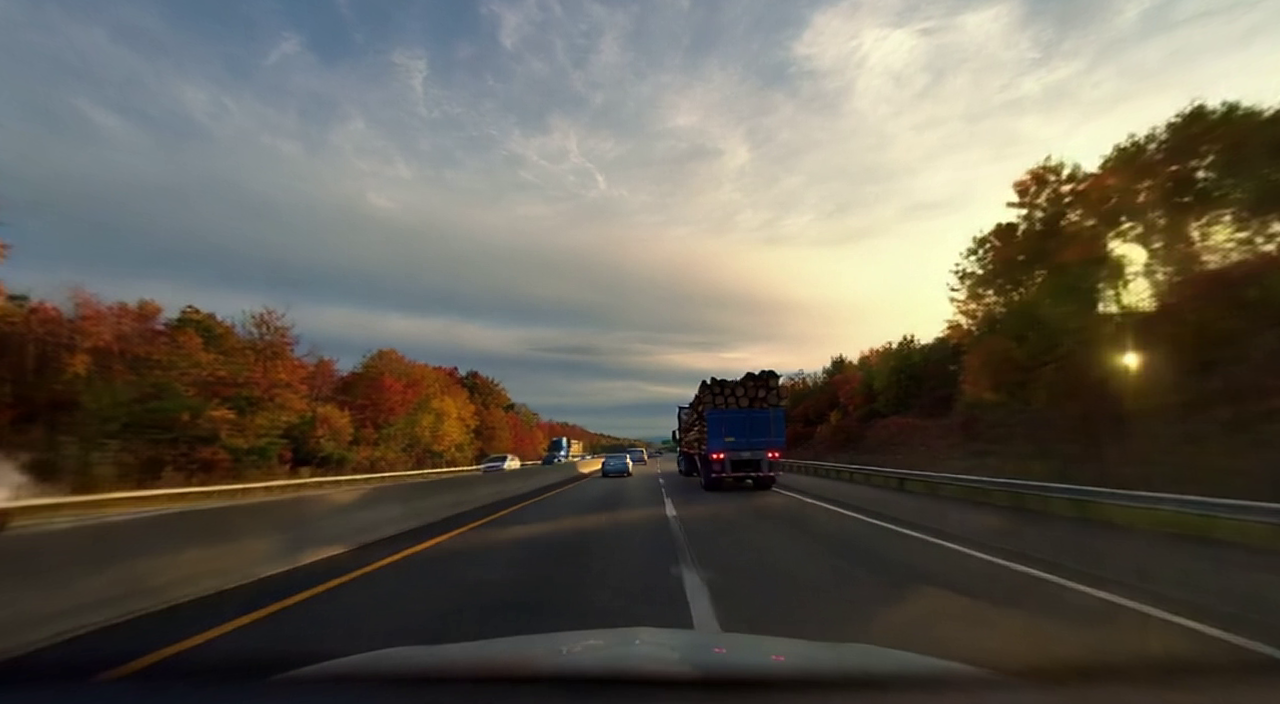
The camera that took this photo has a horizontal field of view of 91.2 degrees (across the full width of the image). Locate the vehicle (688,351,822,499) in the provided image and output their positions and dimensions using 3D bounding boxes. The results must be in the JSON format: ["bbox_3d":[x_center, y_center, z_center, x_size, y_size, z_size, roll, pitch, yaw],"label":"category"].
[{"bbox_3d":[3.354,2.559,20.860,3.004,3.923,8.363,-1,-9,1],"label":"vehicle"}]

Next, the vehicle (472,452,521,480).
[{"bbox_3d":[-9.083,7.202,40.014,1.946,1.628,4.553,-1,-9,2],"label":"vehicle"}]

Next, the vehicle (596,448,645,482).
[{"bbox_3d":[-0.849,5.352,29.997,2.099,1.506,4.097,-1,-9,2],"label":"vehicle"}]
